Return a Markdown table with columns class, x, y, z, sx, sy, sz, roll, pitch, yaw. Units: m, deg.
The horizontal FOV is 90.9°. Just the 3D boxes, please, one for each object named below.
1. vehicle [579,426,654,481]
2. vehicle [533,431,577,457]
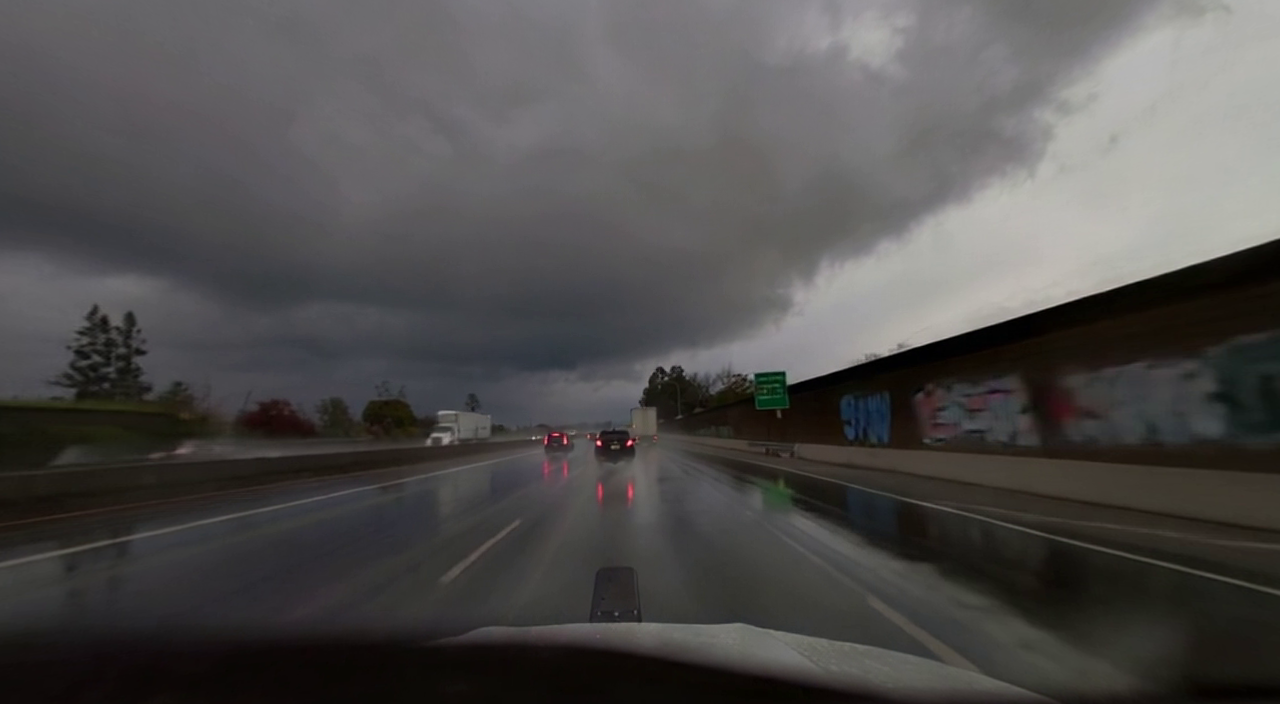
| class | x | y | z | sx | sy | sz | roll | pitch | yaw |
| --- | --- | --- | --- | --- | --- | --- | --- | --- | --- |
| vehicle | -0.685 | 3.044 | 19.149 | 2.044 | 1.477 | 3.693 | 0 | -8 | -1 |
| vehicle | -4.941 | 5.448 | 37.304 | 2.022 | 1.440 | 4.491 | 0 | -8 | 0 |
